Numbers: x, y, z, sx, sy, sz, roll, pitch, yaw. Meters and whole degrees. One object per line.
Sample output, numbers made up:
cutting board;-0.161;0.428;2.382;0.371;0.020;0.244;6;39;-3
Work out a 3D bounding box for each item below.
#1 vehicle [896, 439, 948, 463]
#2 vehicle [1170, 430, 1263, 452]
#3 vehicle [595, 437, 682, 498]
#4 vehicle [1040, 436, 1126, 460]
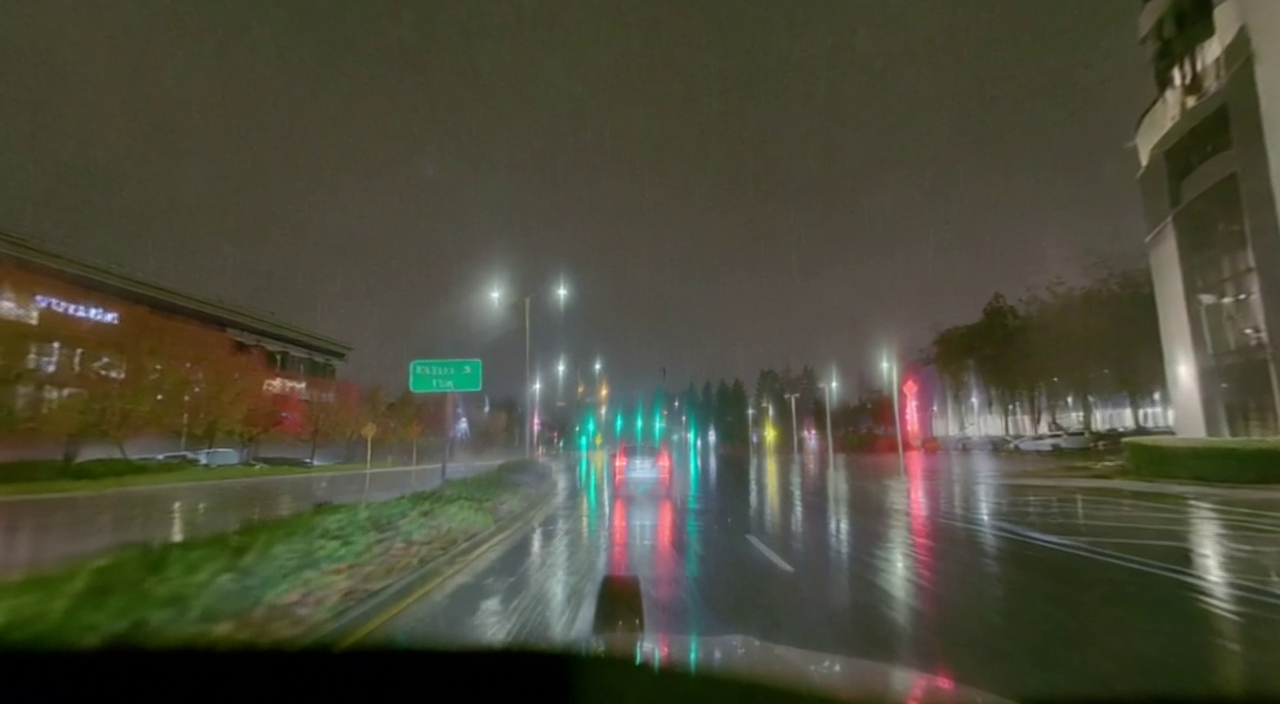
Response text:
vehicle;22.311;7.836;49.952;2.038;1.673;4.389;-2;-8;0
vehicle;39.259;6.075;42.957;4.345;1.463;1.933;0;-8;2
vehicle;-0.073;3.141;17.535;2.126;1.475;3.967;0;-8;-1
vehicle;32.199;6.946;45.816;4.711;1.670;1.950;0;-8;1
